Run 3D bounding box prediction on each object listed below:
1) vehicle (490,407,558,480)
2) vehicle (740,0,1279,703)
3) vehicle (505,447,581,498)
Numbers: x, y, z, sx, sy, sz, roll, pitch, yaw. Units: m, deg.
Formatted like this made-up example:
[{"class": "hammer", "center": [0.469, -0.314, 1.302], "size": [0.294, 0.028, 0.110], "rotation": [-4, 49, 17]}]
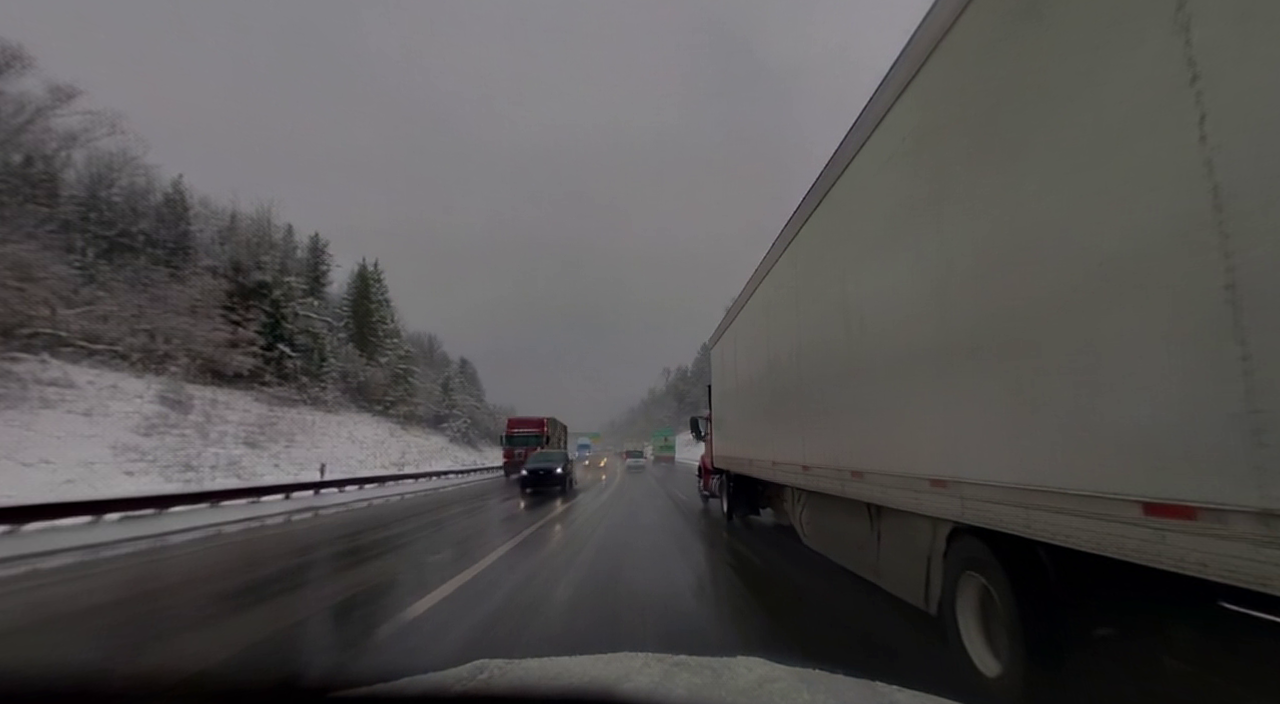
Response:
[{"class": "vehicle", "center": [-6.829, 5.519, 37.994], "size": [2.910, 3.989, 5.837], "rotation": [0, -9, 0]}, {"class": "vehicle", "center": [3.323, 0.094, 4.743], "size": [2.845, 4.071, 14.008], "rotation": [0, -9, 0]}, {"class": "vehicle", "center": [-3.186, 4.047, 21.490], "size": [1.949, 1.555, 3.888], "rotation": [0, -9, 1]}]
